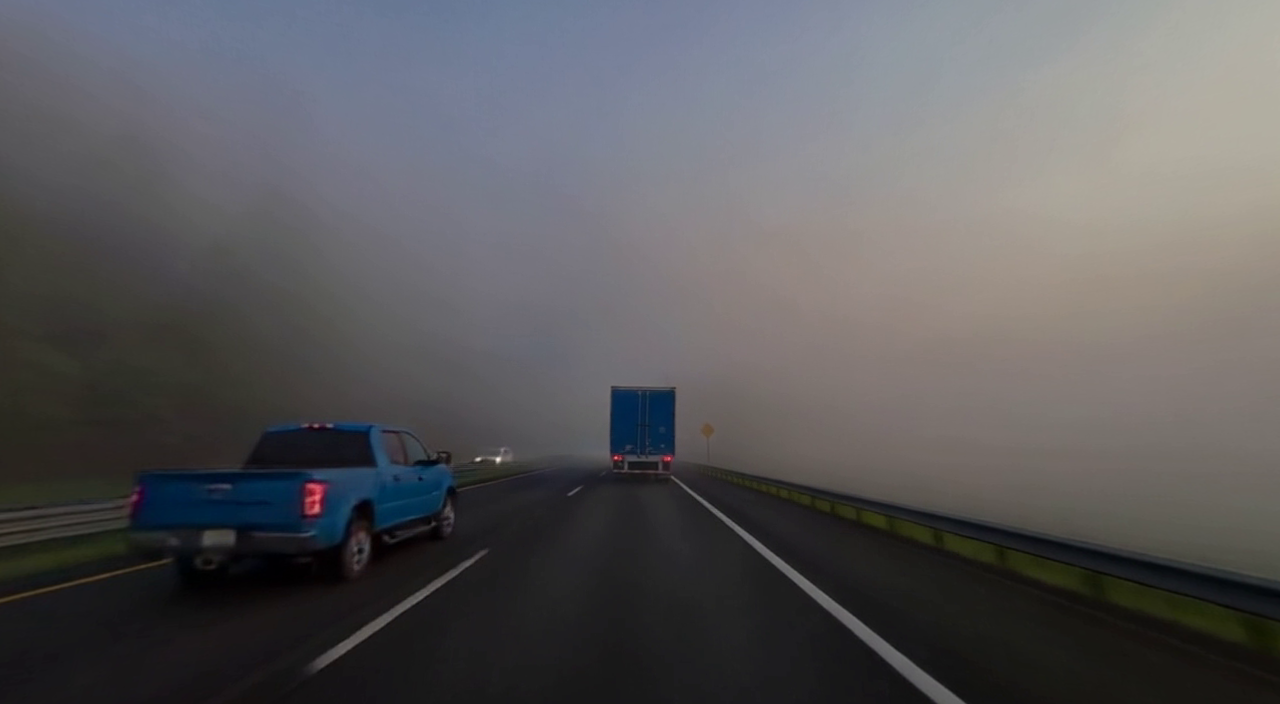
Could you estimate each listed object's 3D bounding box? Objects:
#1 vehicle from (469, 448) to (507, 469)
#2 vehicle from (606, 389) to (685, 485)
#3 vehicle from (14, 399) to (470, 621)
[{"bbox_3d":[-11.621,8.165,48.472,2.002,1.506,4.416,0,-9,-2],"label":"vehicle"},{"bbox_3d":[0.036,3.817,27.801,2.913,3.530,8.648,0,-9,-2],"label":"vehicle"},{"bbox_3d":[-3.606,1.532,7.016,2.160,1.661,4.388,0,-9,0],"label":"vehicle"}]
